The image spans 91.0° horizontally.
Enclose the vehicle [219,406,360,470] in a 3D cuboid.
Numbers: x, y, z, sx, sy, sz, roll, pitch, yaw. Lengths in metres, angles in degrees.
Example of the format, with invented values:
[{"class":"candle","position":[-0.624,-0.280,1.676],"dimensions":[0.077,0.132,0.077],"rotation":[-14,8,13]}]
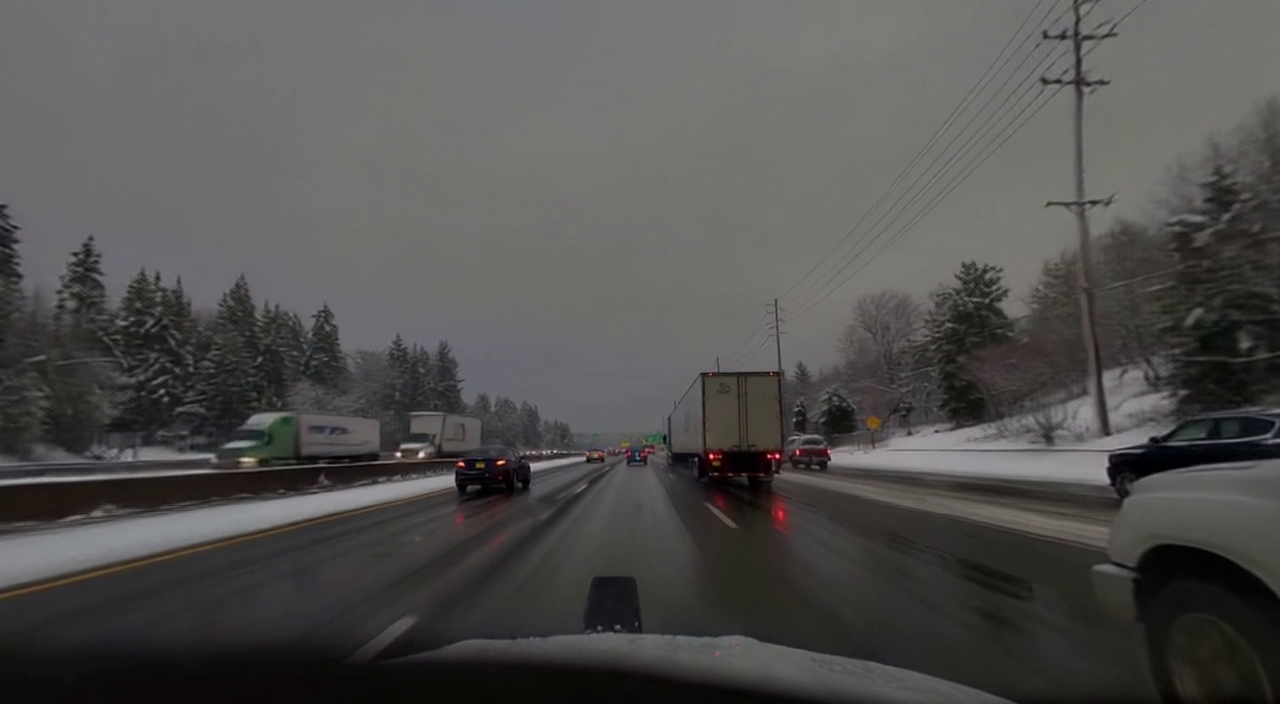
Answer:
[{"class":"vehicle","position":[-22.207,5.655,40.948],"dimensions":[2.938,3.573,10.673],"rotation":[0,-8,0]}]

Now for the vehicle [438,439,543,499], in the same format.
[{"class":"vehicle","position":[-4.088,3.243,17.907],"dimensions":[1.968,1.507,3.829],"rotation":[0,-8,1]}]

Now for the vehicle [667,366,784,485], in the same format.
[{"class":"vehicle","position":[3.261,3.722,29.797],"dimensions":[2.907,4.109,16.177],"rotation":[0,-9,-1]}]

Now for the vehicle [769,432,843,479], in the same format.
[{"class":"vehicle","position":[7.411,4.662,28.600],"dimensions":[2.079,1.938,4.630],"rotation":[0,-8,0]}]

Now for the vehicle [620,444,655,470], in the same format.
[{"class":"vehicle","position":[-0.120,6.539,39.459],"dimensions":[2.047,1.485,3.938],"rotation":[0,-8,1]}]

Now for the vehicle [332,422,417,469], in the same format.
[{"class":"vehicle","position":[-18.566,6.610,44.590],"dimensions":[2.762,3.012,7.272],"rotation":[0,-8,0]}]

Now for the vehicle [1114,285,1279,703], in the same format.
[{"class":"vehicle","position":[3.285,0.441,0.333],"dimensions":[2.132,1.869,4.978],"rotation":[0,-8,0]}]

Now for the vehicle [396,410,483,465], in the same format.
[{"class":"vehicle","position":[-14.854,6.525,47.762],"dimensions":[3.017,3.713,10.643],"rotation":[0,-8,0]}]
